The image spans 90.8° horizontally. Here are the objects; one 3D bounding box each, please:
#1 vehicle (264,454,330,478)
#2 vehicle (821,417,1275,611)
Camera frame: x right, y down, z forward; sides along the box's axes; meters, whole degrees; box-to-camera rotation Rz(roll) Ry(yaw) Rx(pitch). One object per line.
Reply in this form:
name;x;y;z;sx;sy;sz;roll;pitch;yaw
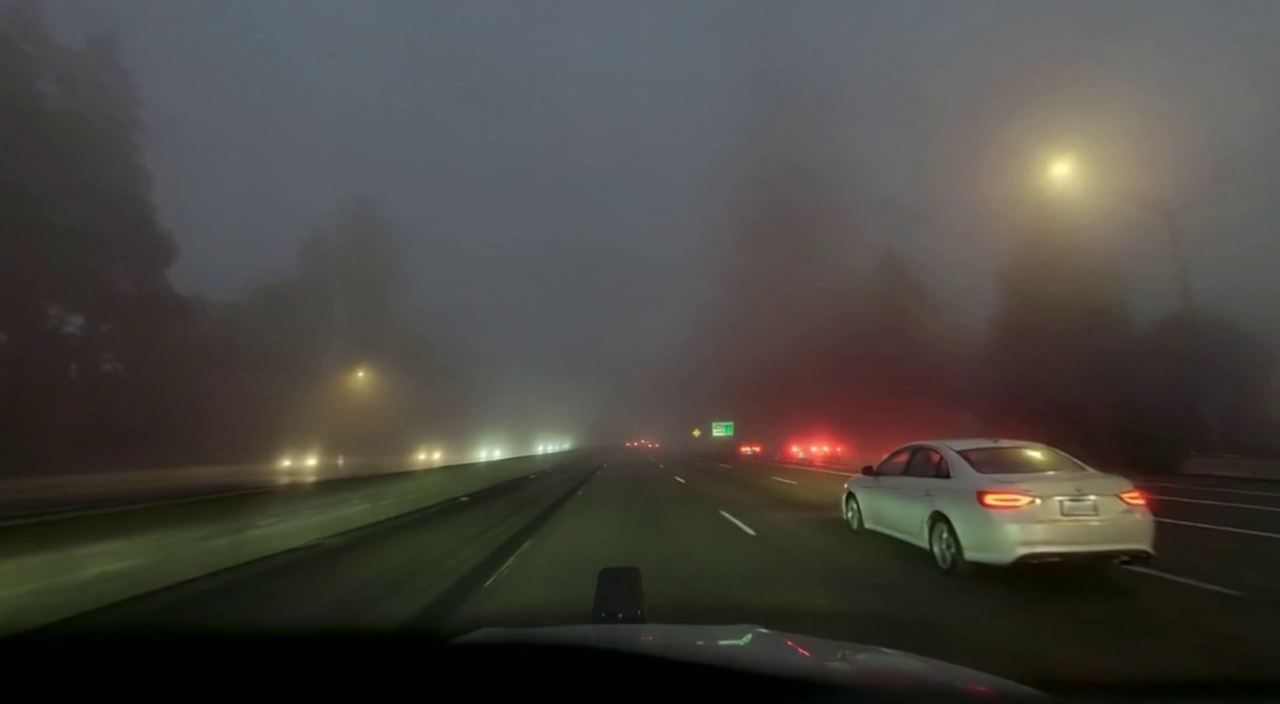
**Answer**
vehicle;-21.832;7.251;40.409;1.793;1.404;4.288;1;-9;-1
vehicle;3.861;1.614;7.350;2.018;1.477;4.800;0;-9;-1
